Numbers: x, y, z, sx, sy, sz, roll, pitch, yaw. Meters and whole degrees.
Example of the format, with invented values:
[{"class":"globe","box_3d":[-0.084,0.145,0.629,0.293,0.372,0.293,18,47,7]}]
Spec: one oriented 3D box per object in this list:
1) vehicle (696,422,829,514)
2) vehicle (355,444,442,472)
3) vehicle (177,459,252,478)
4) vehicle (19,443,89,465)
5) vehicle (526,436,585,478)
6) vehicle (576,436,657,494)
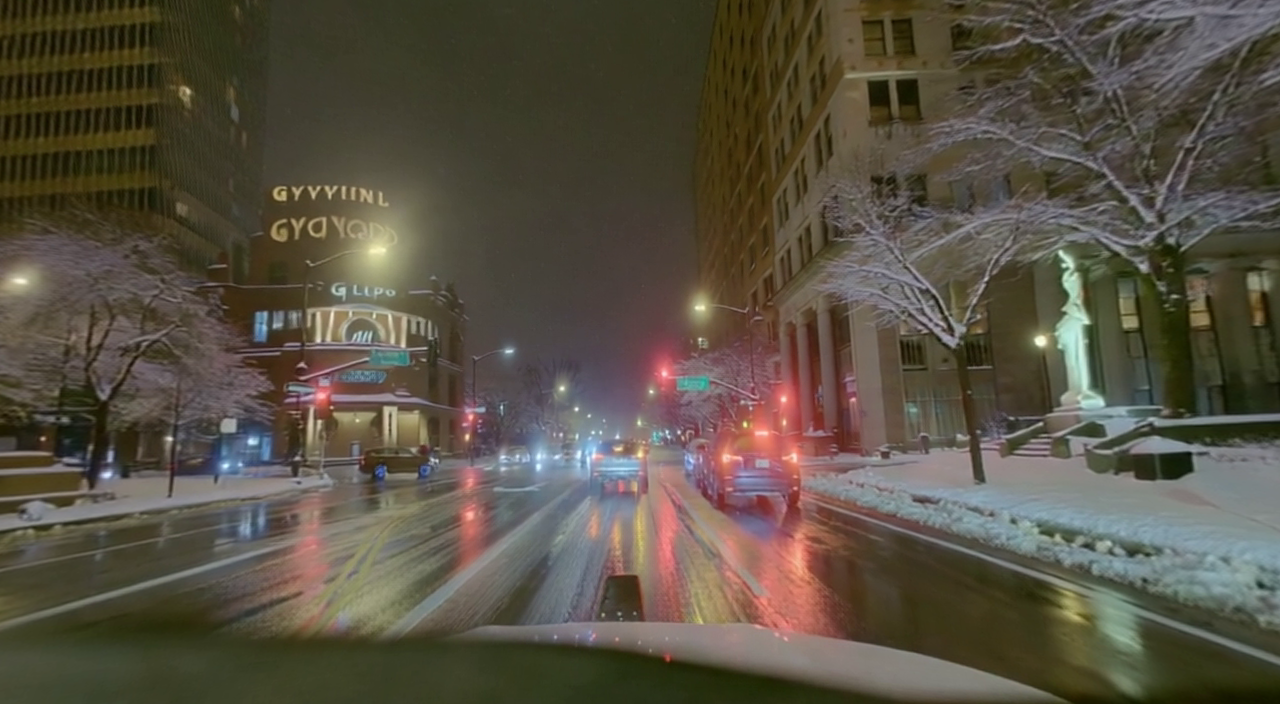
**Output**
[{"class":"vehicle","box_3d":[2.598,2.608,14.633,2.096,1.775,4.440,0,-9,-1]},{"class":"vehicle","box_3d":[-15.935,7.022,41.899,4.855,1.769,2.071,0,-9,-2]},{"class":"vehicle","box_3d":[-32.397,8.861,48.135,4.392,1.427,1.764,0,-9,0]},{"class":"vehicle","box_3d":[-44.956,7.832,48.504,3.671,1.498,1.670,2,-10,4]},{"class":"vehicle","box_3d":[-3.601,4.588,27.809,2.045,1.633,4.864,0,-9,-2]},{"class":"vehicle","box_3d":[-0.610,3.250,18.504,2.096,1.492,4.071,0,-9,0]}]
